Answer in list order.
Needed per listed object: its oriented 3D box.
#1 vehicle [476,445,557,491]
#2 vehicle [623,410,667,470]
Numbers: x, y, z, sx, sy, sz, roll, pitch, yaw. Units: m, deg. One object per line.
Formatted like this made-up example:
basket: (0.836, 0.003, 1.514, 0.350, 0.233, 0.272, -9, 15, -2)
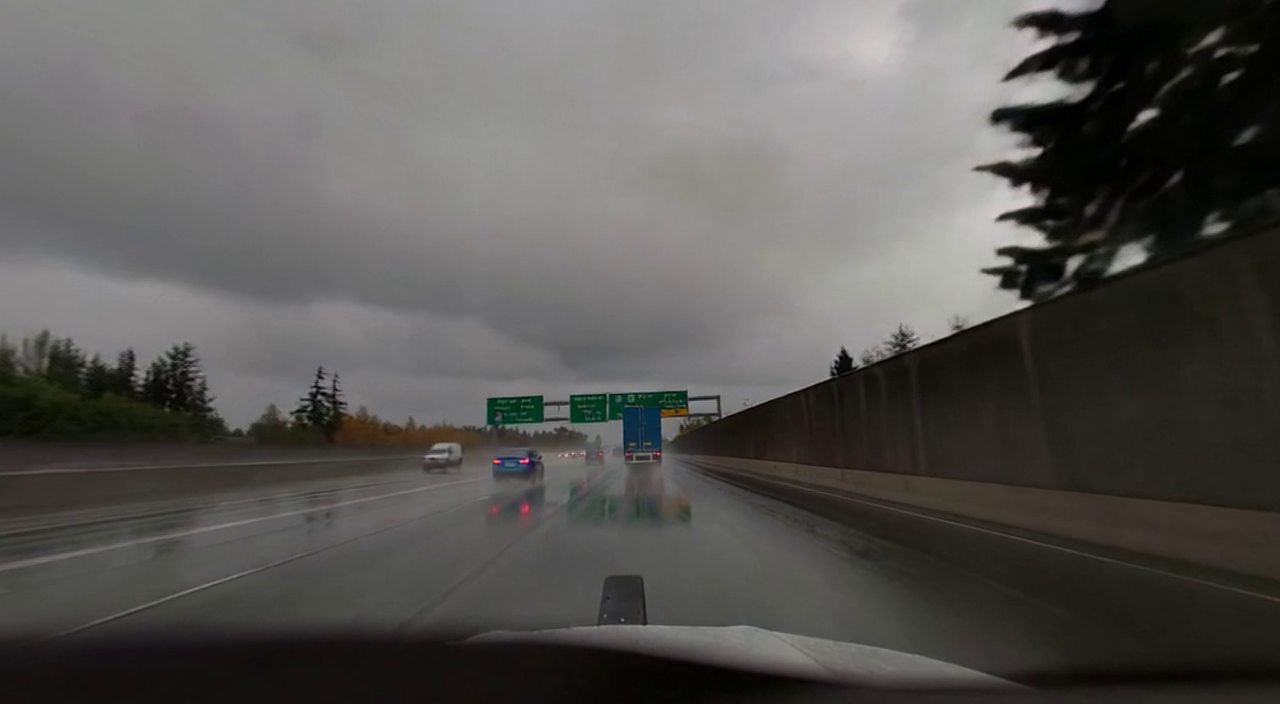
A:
vehicle: (-4.407, 4.192, 23.219, 1.977, 1.478, 4.702, 0, -9, 0)
vehicle: (0.418, 6.713, 47.799, 2.980, 4.051, 10.359, 0, -9, 1)
